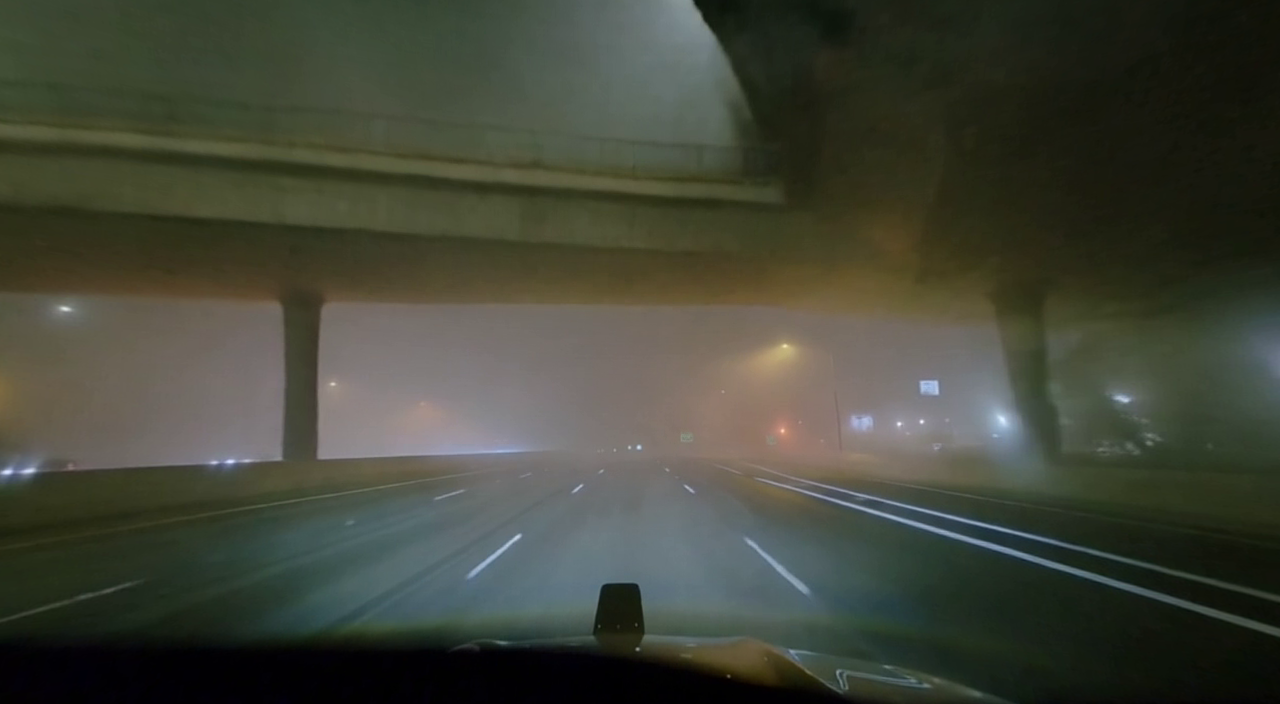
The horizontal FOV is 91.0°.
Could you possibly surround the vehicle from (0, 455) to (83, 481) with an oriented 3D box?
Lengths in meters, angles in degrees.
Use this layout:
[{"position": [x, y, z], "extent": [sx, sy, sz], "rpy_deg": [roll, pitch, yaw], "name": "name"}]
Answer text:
[{"position": [-44.672, 8.490, 46.308], "extent": [1.940, 1.679, 5.946], "rpy_deg": [0, -9, 0], "name": "vehicle"}]
